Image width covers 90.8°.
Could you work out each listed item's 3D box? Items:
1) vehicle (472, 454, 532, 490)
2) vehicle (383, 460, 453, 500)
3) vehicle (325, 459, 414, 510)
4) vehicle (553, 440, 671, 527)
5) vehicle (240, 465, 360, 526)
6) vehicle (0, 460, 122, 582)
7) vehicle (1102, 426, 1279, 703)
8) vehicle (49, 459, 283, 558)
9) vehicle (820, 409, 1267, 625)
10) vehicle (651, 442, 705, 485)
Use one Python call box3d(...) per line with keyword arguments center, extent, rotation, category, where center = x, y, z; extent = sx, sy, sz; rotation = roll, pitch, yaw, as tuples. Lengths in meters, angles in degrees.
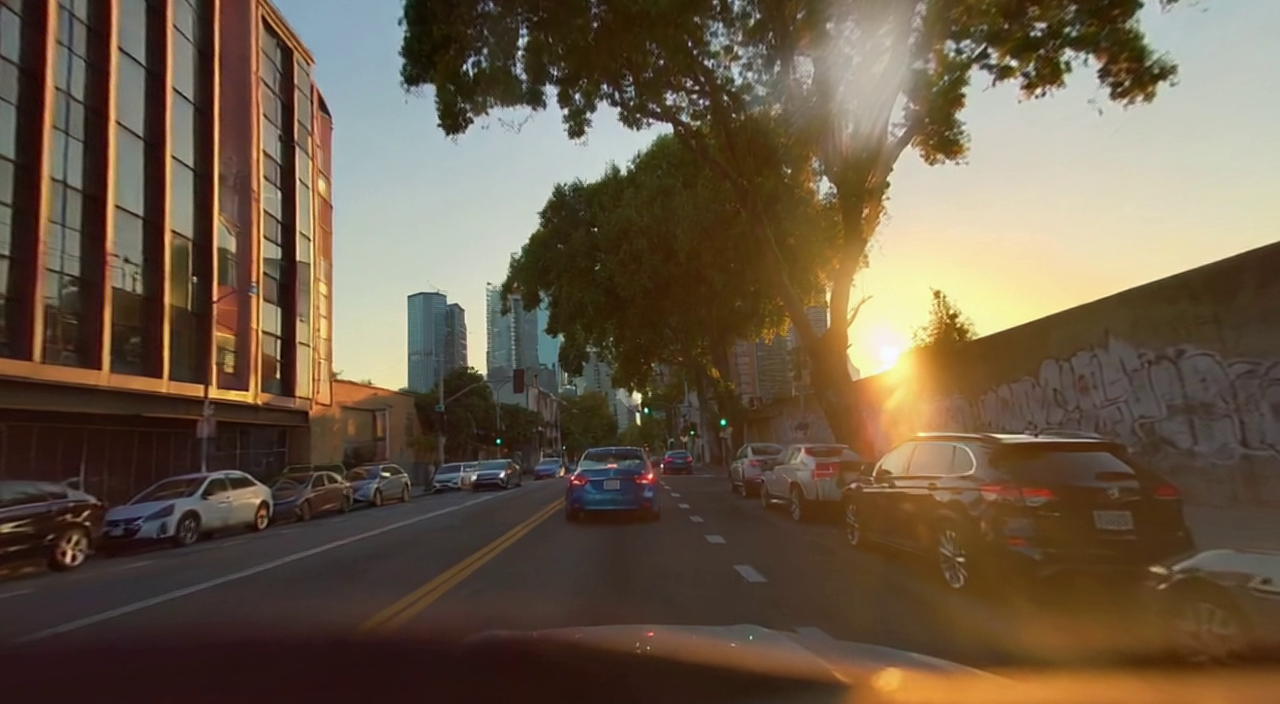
box3d(center=(-6.690, 5.854, 31.094), extent=(1.906, 1.445, 4.490), rotation=(-4, -8, 0), category="vehicle")
box3d(center=(-11.115, 6.406, 31.979), extent=(1.931, 1.499, 4.645), rotation=(-6, -8, -2), category="vehicle")
box3d(center=(-11.063, 5.400, 26.121), extent=(1.822, 1.639, 4.144), rotation=(-6, -8, 0), category="vehicle")
box3d(center=(-0.526, 2.749, 13.840), extent=(2.166, 1.579, 4.300), rotation=(0, -8, 0), category="vehicle")
box3d(center=(-11.002, 4.630, 20.840), extent=(1.741, 1.506, 4.370), rotation=(-4, -8, -3), category="vehicle")
box3d(center=(-10.810, 2.701, 9.654), extent=(1.988, 1.781, 4.827), rotation=(-5, -8, -4), category="vehicle")
box3d(center=(4.186, 1.010, 2.077), extent=(1.955, 1.535, 4.266), rotation=(2, -9, -3), category="vehicle")
box3d(center=(-10.944, 3.575, 15.159), extent=(2.276, 1.741, 4.439), rotation=(-4, -8, -1), category="vehicle")
box3d(center=(4.206, 1.789, 8.061), extent=(2.097, 1.811, 5.230), rotation=(0, -8, -2), category="vehicle")
box3d(center=(1.678, 4.997, 28.570), extent=(2.207, 1.761, 4.292), rotation=(-1, -8, 2), category="vehicle")
